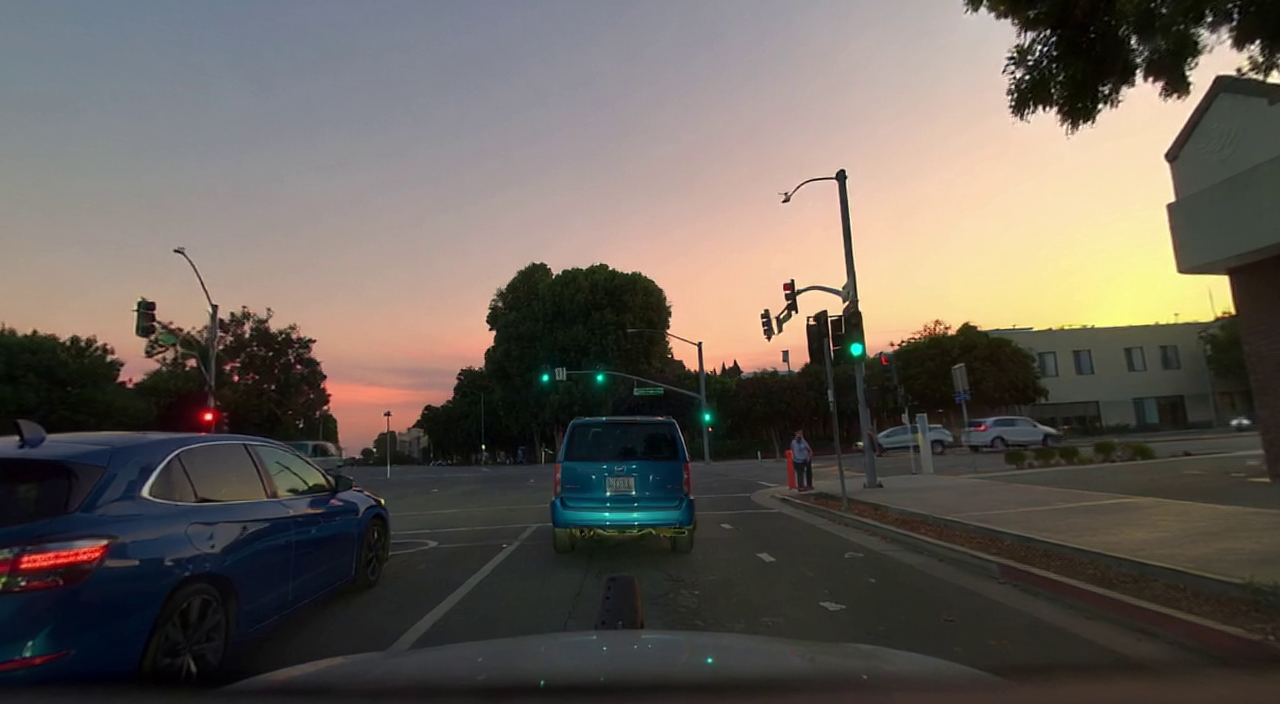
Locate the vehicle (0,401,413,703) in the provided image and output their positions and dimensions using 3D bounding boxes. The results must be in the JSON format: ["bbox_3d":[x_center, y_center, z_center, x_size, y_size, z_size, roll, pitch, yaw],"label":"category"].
[{"bbox_3d":[-3.374,1.258,4.546,2.011,1.527,4.008,0,-8,-1],"label":"vehicle"}]

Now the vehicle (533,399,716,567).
[{"bbox_3d":[-0.184,1.793,9.332,2.059,1.877,4.249,0,-8,0],"label":"vehicle"}]

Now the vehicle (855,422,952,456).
[{"bbox_3d":[15.003,4.966,35.992,4.872,1.806,2.107,3,-9,-20],"label":"vehicle"}]

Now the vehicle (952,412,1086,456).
[{"bbox_3d":[17.973,3.899,30.064,5.215,1.967,2.392,2,-9,-15],"label":"vehicle"}]
